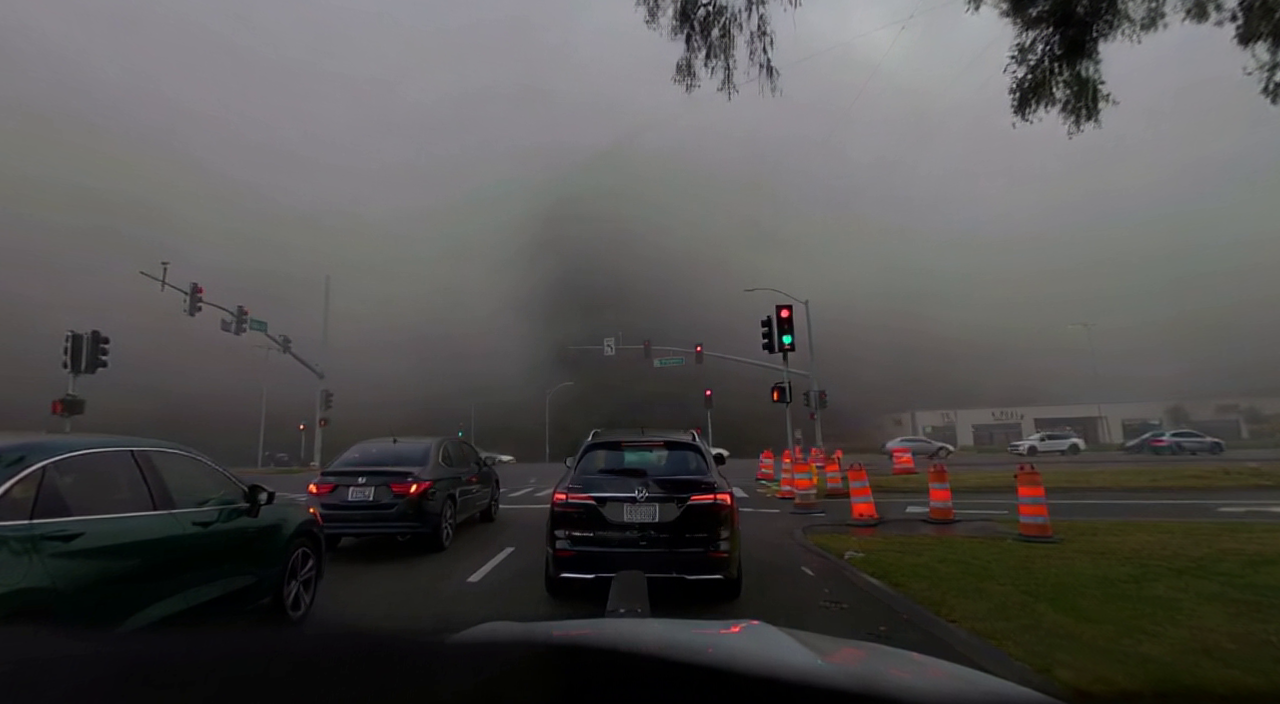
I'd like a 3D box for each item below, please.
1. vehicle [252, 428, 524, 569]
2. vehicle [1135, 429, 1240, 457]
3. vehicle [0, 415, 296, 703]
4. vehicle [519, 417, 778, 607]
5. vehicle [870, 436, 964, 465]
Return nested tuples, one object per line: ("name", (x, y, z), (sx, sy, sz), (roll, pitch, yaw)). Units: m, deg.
("vehicle", (-3.271, 2.001, 9.447), (1.989, 1.541, 4.626), (0, -9, 2))
("vehicle", (35.351, 5.893, 40.751), (4.827, 1.729, 1.986), (0, -9, 1))
("vehicle", (-3.584, 0.946, 2.154), (2.064, 1.497, 4.722), (0, -9, 1))
("vehicle", (0.112, 1.626, 7.209), (2.167, 1.560, 3.676), (0, -9, 1))
("vehicle", (17.691, 6.329, 40.384), (5.002, 1.768, 2.065), (0, -9, 2))
